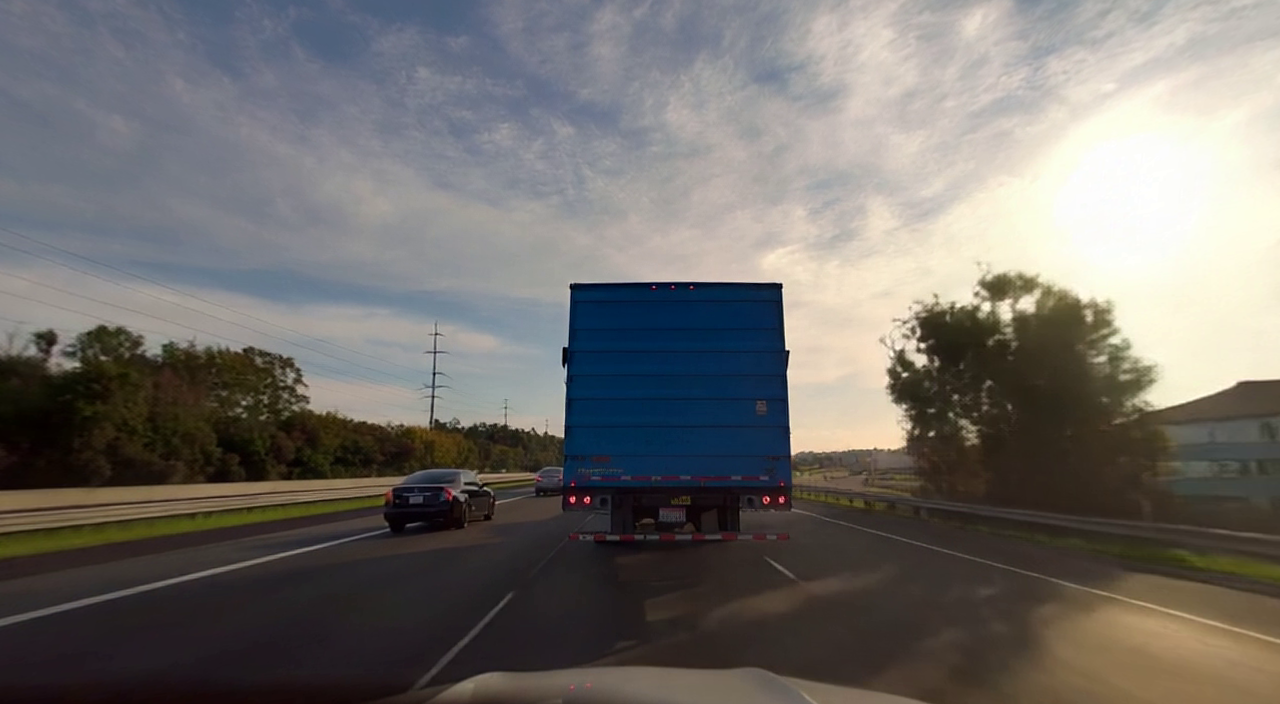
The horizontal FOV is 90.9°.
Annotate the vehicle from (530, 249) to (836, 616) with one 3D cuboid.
[{"bbox_3d":[0.616,1.482,10.443,2.831,3.529,8.689,0,-11,3],"label":"vehicle"}]

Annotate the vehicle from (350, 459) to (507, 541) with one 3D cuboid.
[{"bbox_3d":[-4.401,3.162,13.951,1.891,1.469,4.431,1,-11,0],"label":"vehicle"}]
